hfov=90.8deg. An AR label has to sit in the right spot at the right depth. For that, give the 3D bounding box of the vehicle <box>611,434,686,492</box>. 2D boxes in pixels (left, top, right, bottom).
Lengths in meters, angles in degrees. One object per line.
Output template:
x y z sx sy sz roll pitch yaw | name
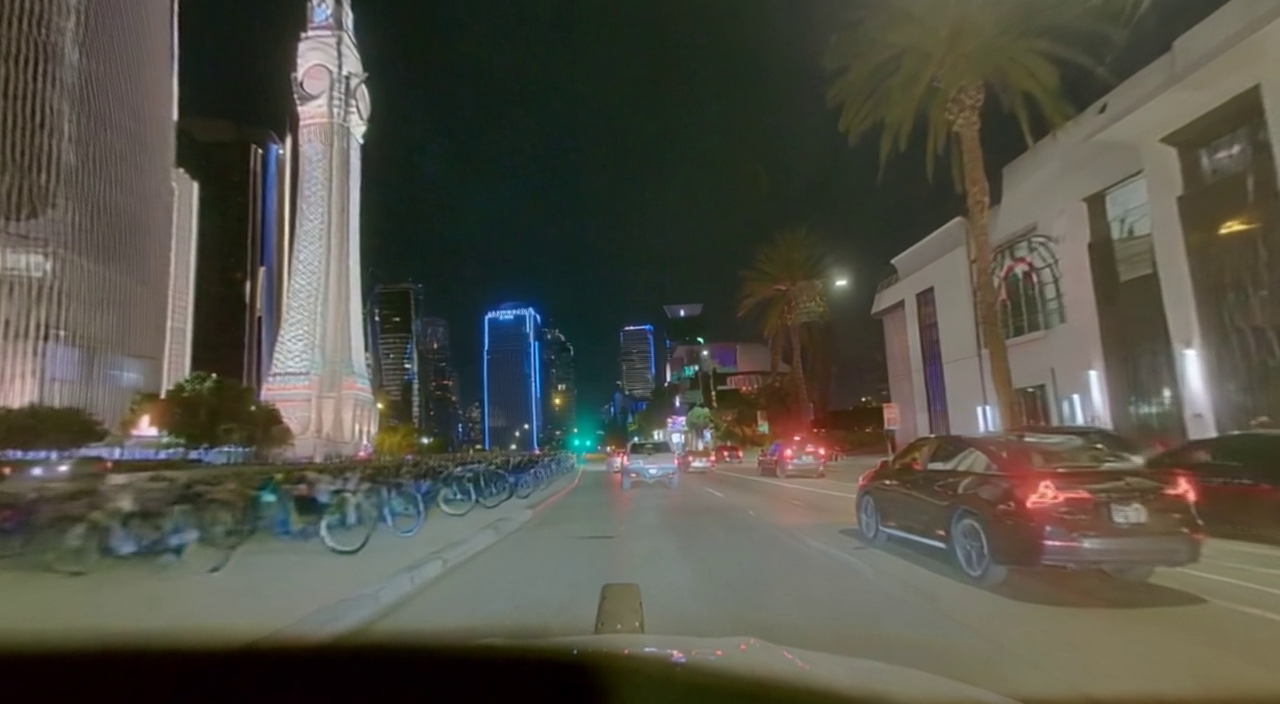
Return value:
0.158 3.449 19.896 2.111 1.605 3.832 0 -9 -3 | vehicle

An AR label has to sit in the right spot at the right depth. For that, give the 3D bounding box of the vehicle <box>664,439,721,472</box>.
2.638 5.372 32.873 1.981 1.572 4.718 1 -9 -8 | vehicle

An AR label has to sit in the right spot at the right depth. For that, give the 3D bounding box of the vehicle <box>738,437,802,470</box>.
6.986 5.516 34.449 2.067 1.641 4.569 0 -9 -6 | vehicle

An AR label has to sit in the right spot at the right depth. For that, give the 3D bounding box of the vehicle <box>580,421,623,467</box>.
-2.733 6.345 43.410 2.400 2.872 6.053 1 -9 -8 | vehicle

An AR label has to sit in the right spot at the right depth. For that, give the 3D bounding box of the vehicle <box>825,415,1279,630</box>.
3.898 1.577 6.935 2.116 1.500 4.702 0 -9 -3 | vehicle
